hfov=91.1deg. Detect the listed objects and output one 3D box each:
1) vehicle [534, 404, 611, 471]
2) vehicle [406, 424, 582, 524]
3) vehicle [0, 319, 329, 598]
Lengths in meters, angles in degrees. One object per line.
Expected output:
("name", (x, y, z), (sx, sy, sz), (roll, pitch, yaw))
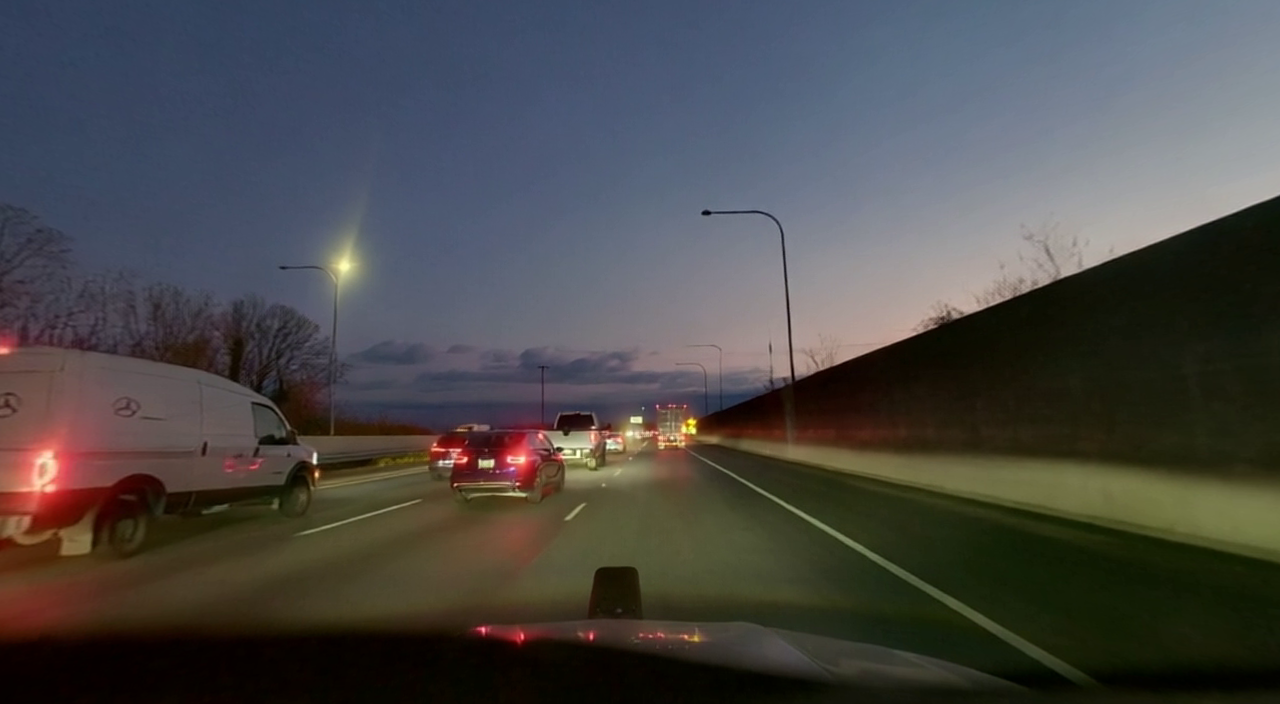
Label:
("vehicle", (-2.678, 3.592, 26.454), (2.427, 2.514, 5.159), (0, -8, 2))
("vehicle", (-2.421, 2.135, 11.673), (2.089, 1.485, 4.153), (0, -8, 3))
("vehicle", (-6.805, 1.309, 8.244), (2.386, 2.435, 5.831), (0, -8, 1))
